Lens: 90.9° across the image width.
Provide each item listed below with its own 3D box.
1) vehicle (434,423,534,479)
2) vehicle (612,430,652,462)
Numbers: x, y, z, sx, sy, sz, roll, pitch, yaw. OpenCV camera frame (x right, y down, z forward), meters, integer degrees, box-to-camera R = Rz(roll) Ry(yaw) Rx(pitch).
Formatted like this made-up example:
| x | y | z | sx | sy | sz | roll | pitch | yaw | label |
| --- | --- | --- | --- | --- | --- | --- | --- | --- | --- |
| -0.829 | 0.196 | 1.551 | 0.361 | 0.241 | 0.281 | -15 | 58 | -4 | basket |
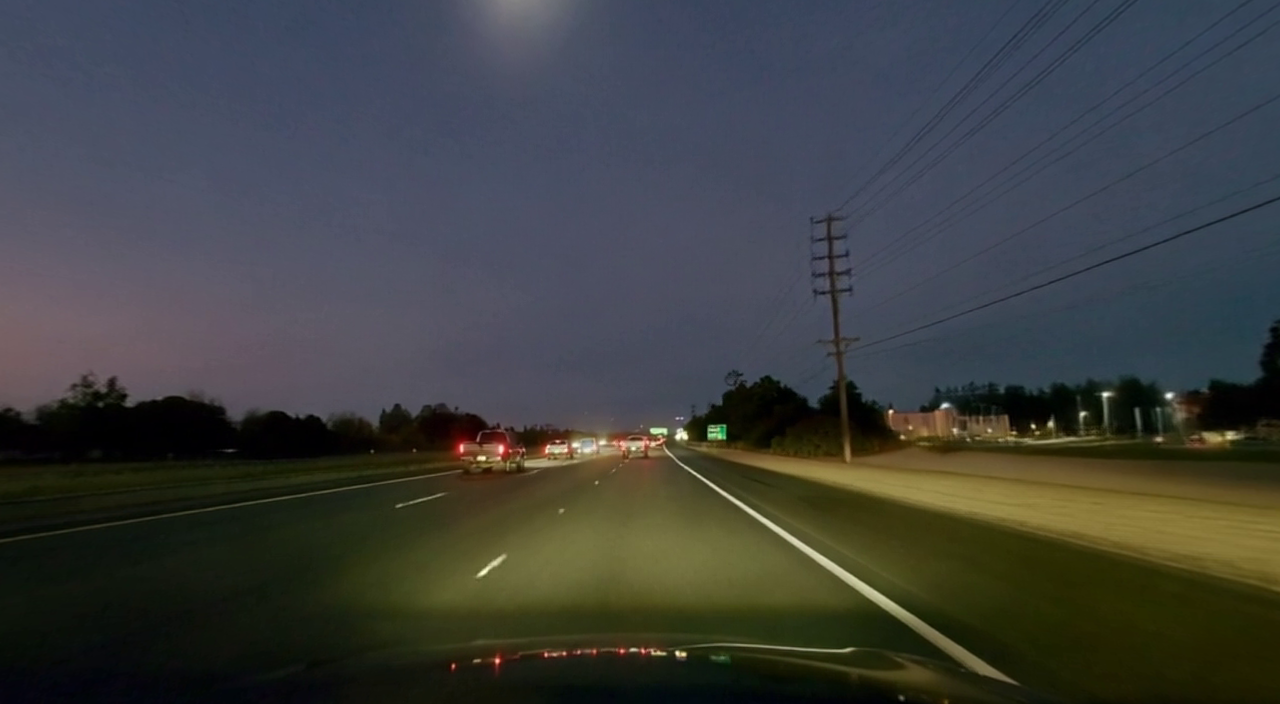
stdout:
| x | y | z | sx | sy | sz | roll | pitch | yaw | label |
| --- | --- | --- | --- | --- | --- | --- | --- | --- | --- |
| -6.273 | 4.096 | 26.379 | 2.460 | 1.992 | 6.474 | -1 | -8 | 1 | vehicle |
| -0.470 | 6.406 | 43.157 | 2.448 | 2.025 | 5.193 | -1 | -8 | 3 | vehicle |
